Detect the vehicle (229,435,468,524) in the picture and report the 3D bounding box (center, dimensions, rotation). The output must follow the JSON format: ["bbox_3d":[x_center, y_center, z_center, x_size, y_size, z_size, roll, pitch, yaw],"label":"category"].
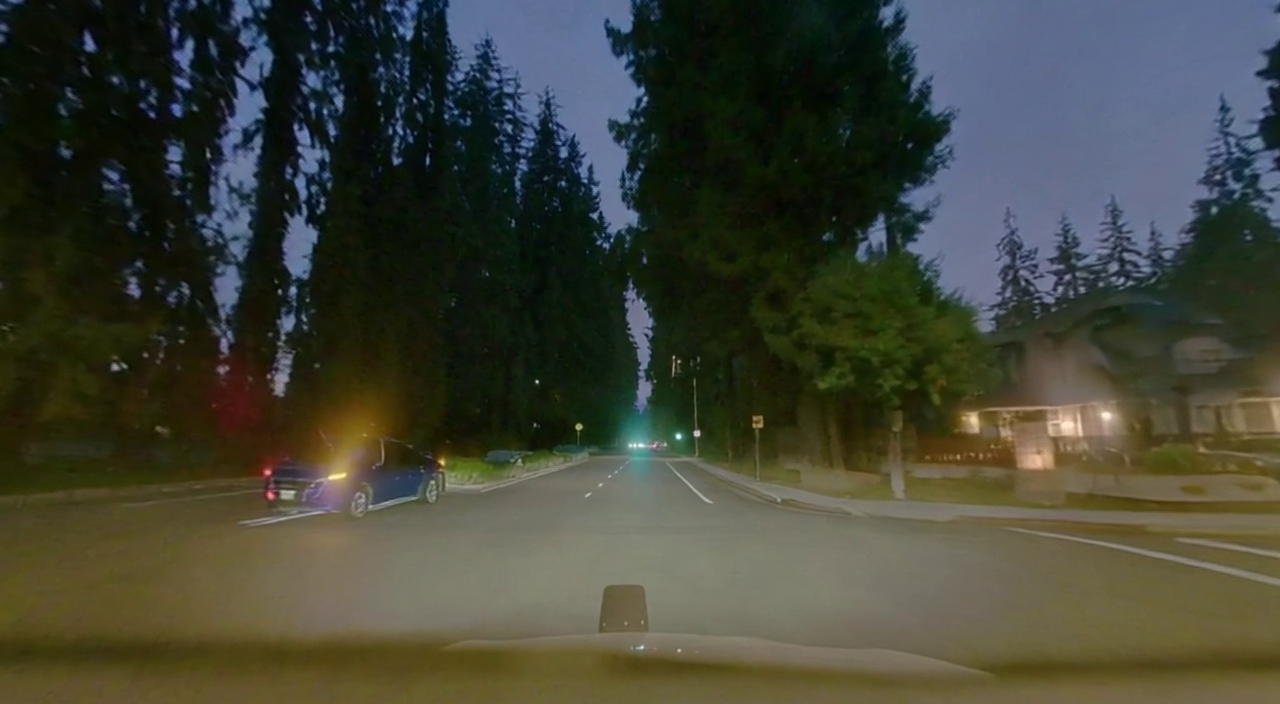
[{"bbox_3d":[-6.390,2.814,14.611,2.170,1.666,4.788,-3,-9,20],"label":"vehicle"}]
